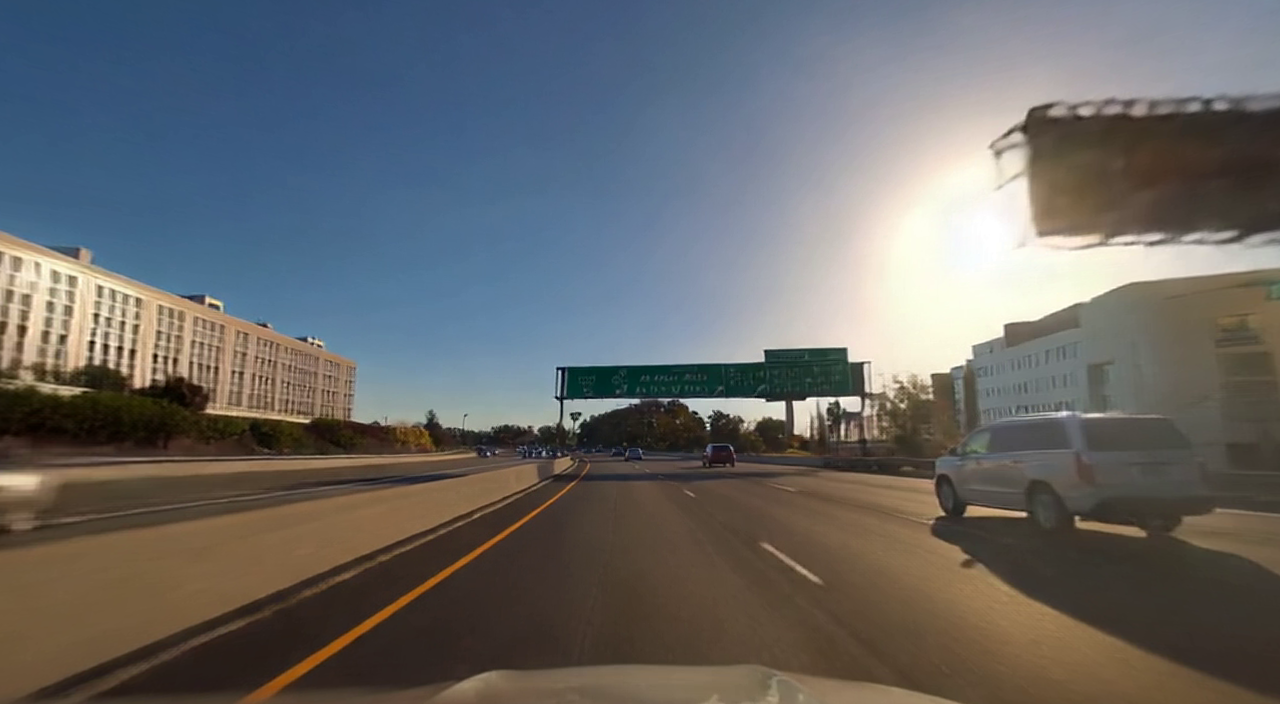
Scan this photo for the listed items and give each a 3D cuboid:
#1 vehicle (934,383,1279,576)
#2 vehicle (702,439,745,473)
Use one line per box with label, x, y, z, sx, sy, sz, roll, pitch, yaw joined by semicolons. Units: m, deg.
vehicle;6.505;1.667;8.970;2.181;1.952;4.973;0;-9;-1
vehicle;5.661;7.147;43.660;2.043;2.154;4.731;1;-9;-4
